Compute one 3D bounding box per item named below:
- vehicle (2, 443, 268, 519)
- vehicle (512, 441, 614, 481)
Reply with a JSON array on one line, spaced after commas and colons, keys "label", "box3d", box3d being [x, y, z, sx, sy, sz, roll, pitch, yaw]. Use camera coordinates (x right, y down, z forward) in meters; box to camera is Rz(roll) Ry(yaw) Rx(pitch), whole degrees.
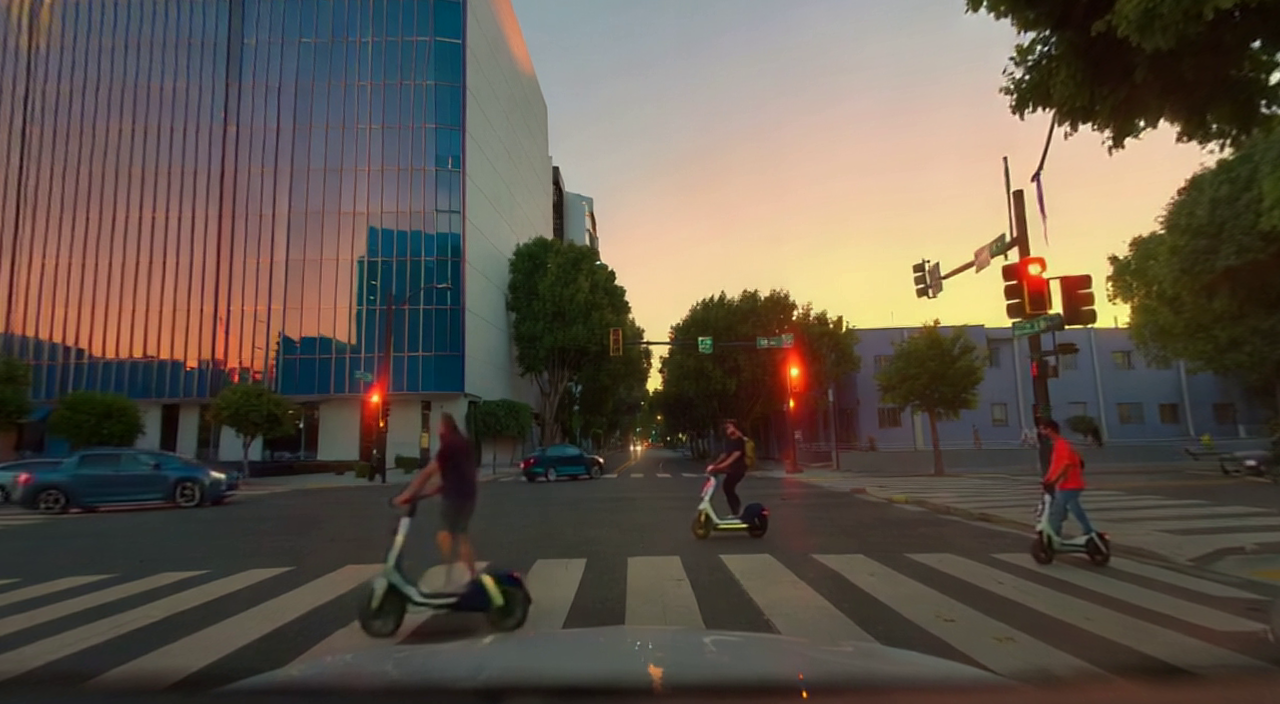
[{"label": "vehicle", "box3d": [-12.572, 3.217, 16.086, 4.802, 1.724, 2.122, 0, -8, -5]}, {"label": "vehicle", "box3d": [-3.296, 4.771, 27.976, 2.051, 1.616, 4.641, -5, -10, 30]}]
